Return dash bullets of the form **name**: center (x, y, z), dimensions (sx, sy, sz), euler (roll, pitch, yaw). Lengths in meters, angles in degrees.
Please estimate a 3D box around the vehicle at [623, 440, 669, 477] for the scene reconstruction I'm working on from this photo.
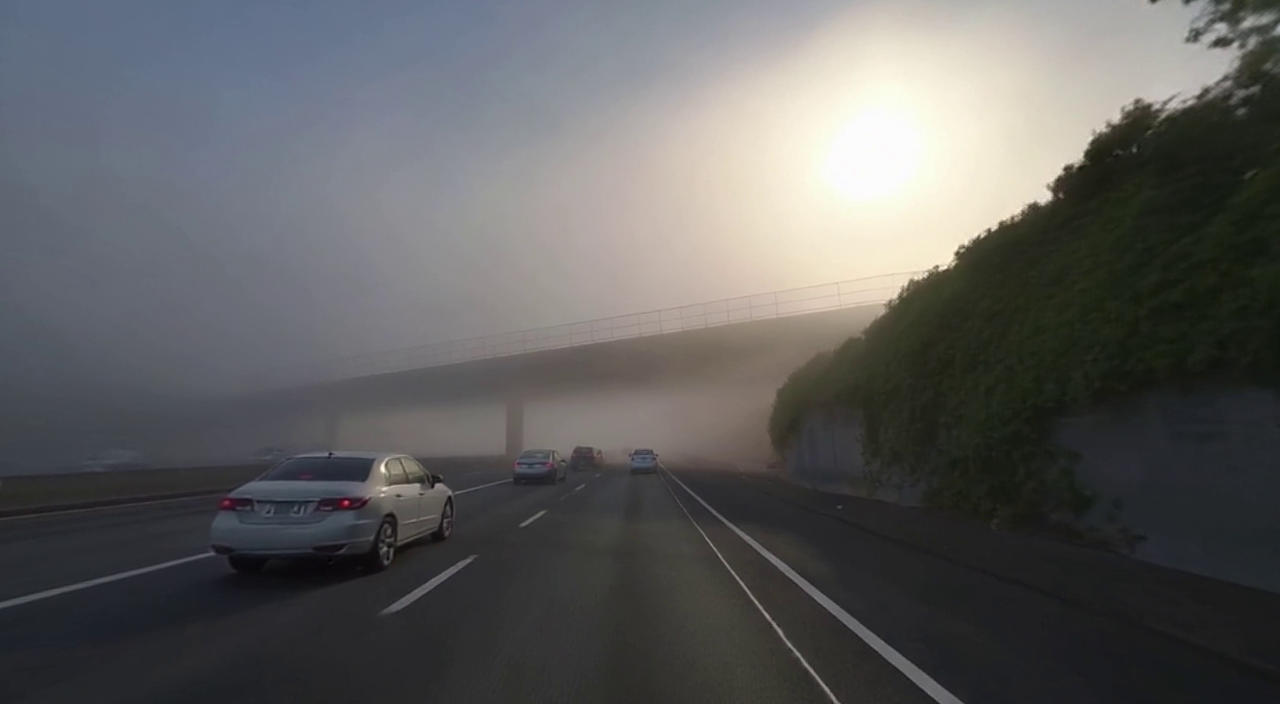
- **vehicle**: center (0.269, 5.277, 31.379), dimensions (2.160, 1.678, 4.178), euler (0, -8, 0)

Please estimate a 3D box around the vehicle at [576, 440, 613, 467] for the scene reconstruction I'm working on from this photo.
- **vehicle**: center (-3.236, 7.385, 45.836), dimensions (2.237, 1.841, 4.683), euler (0, -8, 1)

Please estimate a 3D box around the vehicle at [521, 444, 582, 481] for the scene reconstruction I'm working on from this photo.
- **vehicle**: center (-3.850, 4.878, 28.012), dimensions (1.997, 1.490, 4.471), euler (0, -8, 1)

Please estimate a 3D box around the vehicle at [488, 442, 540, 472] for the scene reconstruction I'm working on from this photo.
- **vehicle**: center (-7.507, 6.287, 37.907), dimensions (2.085, 1.713, 4.436), euler (0, -8, 1)

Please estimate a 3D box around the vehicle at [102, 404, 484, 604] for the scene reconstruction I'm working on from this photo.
- **vehicle**: center (-3.648, 1.672, 7.881), dimensions (2.161, 1.759, 4.482), euler (0, -8, 1)
